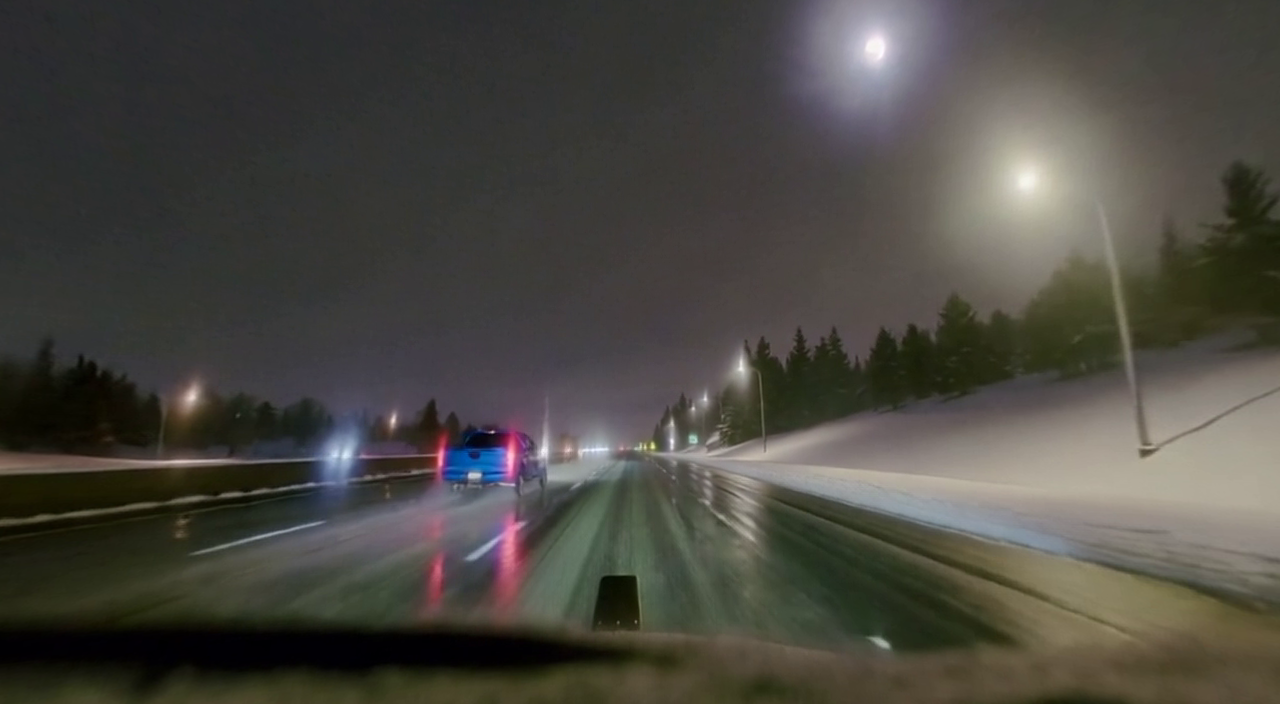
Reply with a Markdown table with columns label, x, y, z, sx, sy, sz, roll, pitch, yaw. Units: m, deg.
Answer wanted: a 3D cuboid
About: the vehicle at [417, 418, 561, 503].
| label | x | y | z | sx | sy | sz | roll | pitch | yaw |
| --- | --- | --- | --- | --- | --- | --- | --- | --- | --- |
| vehicle | -3.978 | 3.027 | 18.060 | 2.529 | 2.003 | 5.904 | 0 | -9 | 1 |
